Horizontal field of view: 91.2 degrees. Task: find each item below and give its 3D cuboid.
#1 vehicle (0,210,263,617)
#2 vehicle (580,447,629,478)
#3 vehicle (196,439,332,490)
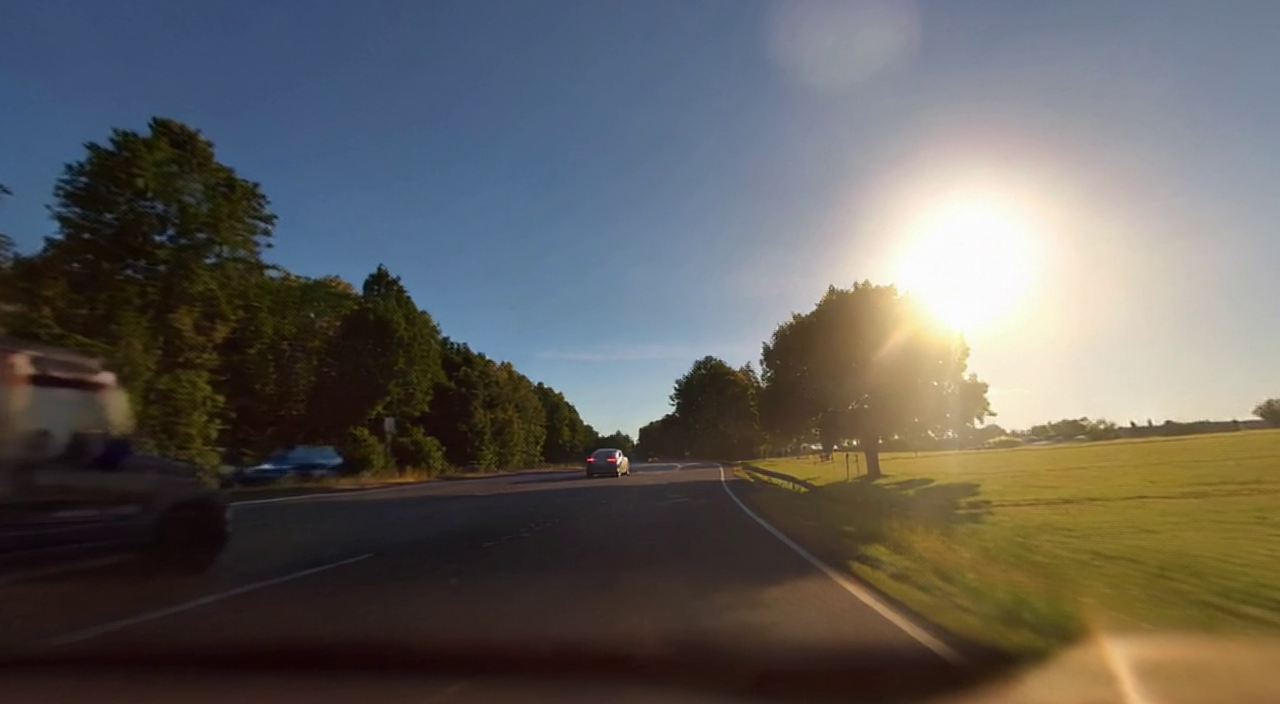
[{"bbox_3d":[-6.876,0.379,4.424,2.757,3.370,7.606,-1,-9,9],"label":"vehicle"},{"bbox_3d":[-2.027,6.473,36.912,2.106,1.679,3.908,-1,-9,8],"label":"vehicle"},{"bbox_3d":[-19.561,5.886,33.178,2.387,2.412,6.602,-1,-9,8],"label":"vehicle"}]
